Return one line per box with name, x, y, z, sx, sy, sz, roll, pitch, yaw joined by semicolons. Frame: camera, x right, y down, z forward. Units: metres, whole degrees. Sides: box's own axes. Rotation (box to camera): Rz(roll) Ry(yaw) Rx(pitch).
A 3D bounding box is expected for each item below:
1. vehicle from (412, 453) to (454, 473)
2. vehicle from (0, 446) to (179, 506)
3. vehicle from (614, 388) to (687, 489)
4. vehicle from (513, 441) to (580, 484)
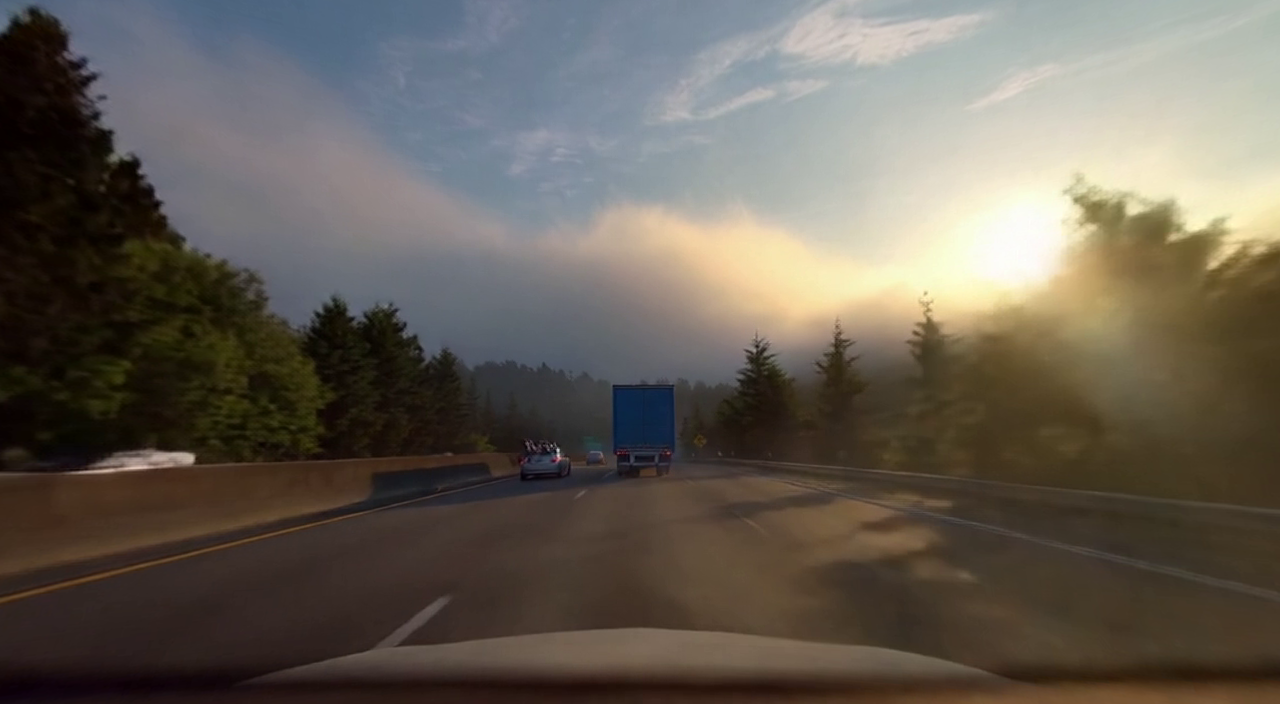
vehicle;-15.949;8.541;48.700;1.779;1.438;3.897;0;-9;2
vehicle;-16.901;3.739;19.454;1.894;1.604;4.470;0;-9;0
vehicle;0.493;4.008;28.831;2.821;3.878;8.925;0;-9;1
vehicle;-3.851;4.665;26.815;2.018;1.632;4.722;0;-9;1
